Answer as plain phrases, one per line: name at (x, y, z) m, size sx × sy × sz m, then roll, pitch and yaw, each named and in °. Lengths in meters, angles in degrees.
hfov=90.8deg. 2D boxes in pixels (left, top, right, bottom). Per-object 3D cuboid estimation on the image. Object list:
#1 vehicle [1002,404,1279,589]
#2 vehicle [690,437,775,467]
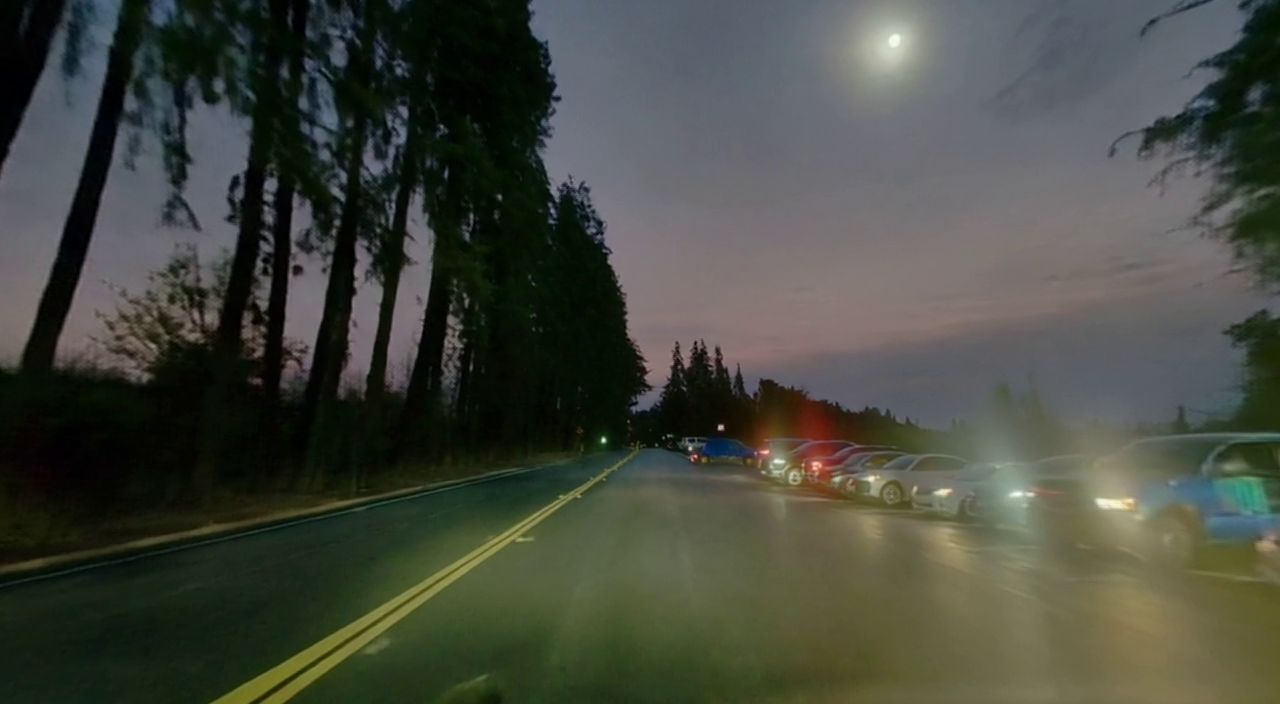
vehicle at (7.447, 1.705, 8.023) m, size 4.475 × 1.903 × 2.184 m, roll 2°, pitch -3°, yaw -3°
vehicle at (6.663, 7.307, 46.177) m, size 5.797 × 2.070 × 2.502 m, roll 0°, pitch -9°, yaw -1°
